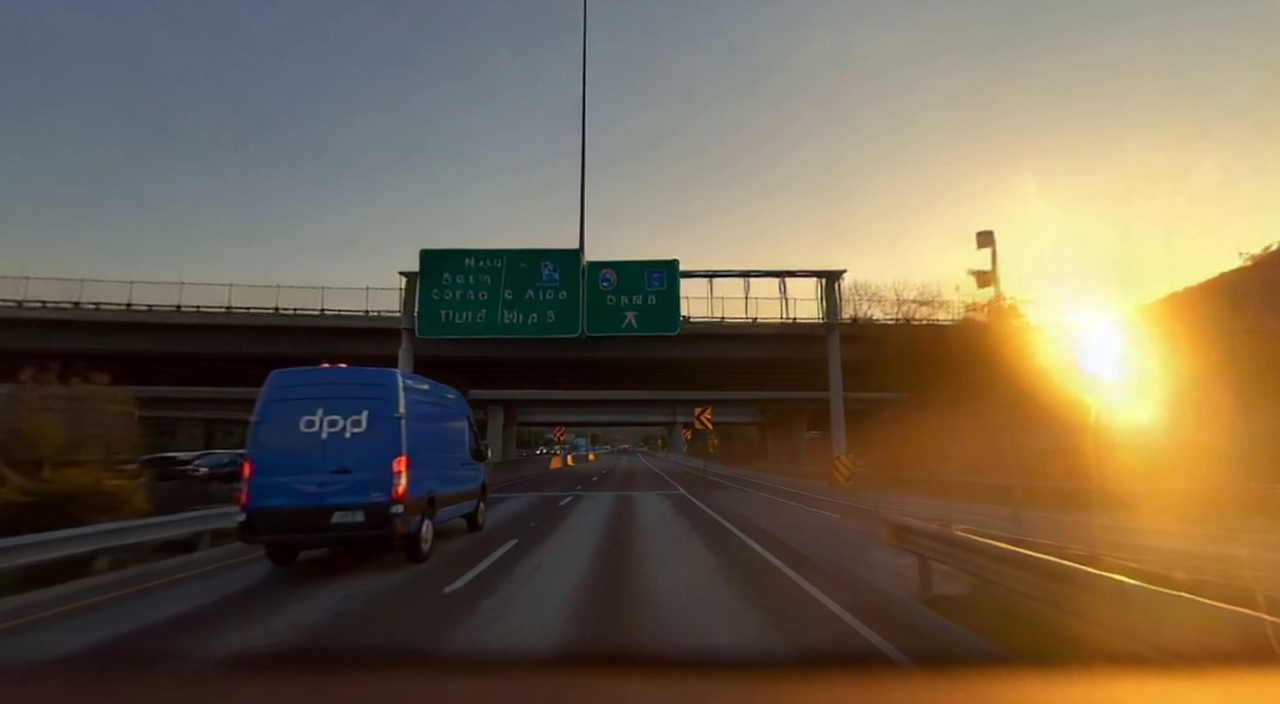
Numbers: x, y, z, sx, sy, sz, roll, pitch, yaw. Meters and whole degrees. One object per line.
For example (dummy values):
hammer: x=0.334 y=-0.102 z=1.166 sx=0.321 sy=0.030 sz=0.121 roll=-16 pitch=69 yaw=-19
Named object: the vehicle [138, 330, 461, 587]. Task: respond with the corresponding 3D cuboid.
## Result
vehicle: x=-4.526 y=1.634 z=10.153 sx=2.463 sy=2.640 sz=7.034 roll=2 pitch=-9 yaw=-11
